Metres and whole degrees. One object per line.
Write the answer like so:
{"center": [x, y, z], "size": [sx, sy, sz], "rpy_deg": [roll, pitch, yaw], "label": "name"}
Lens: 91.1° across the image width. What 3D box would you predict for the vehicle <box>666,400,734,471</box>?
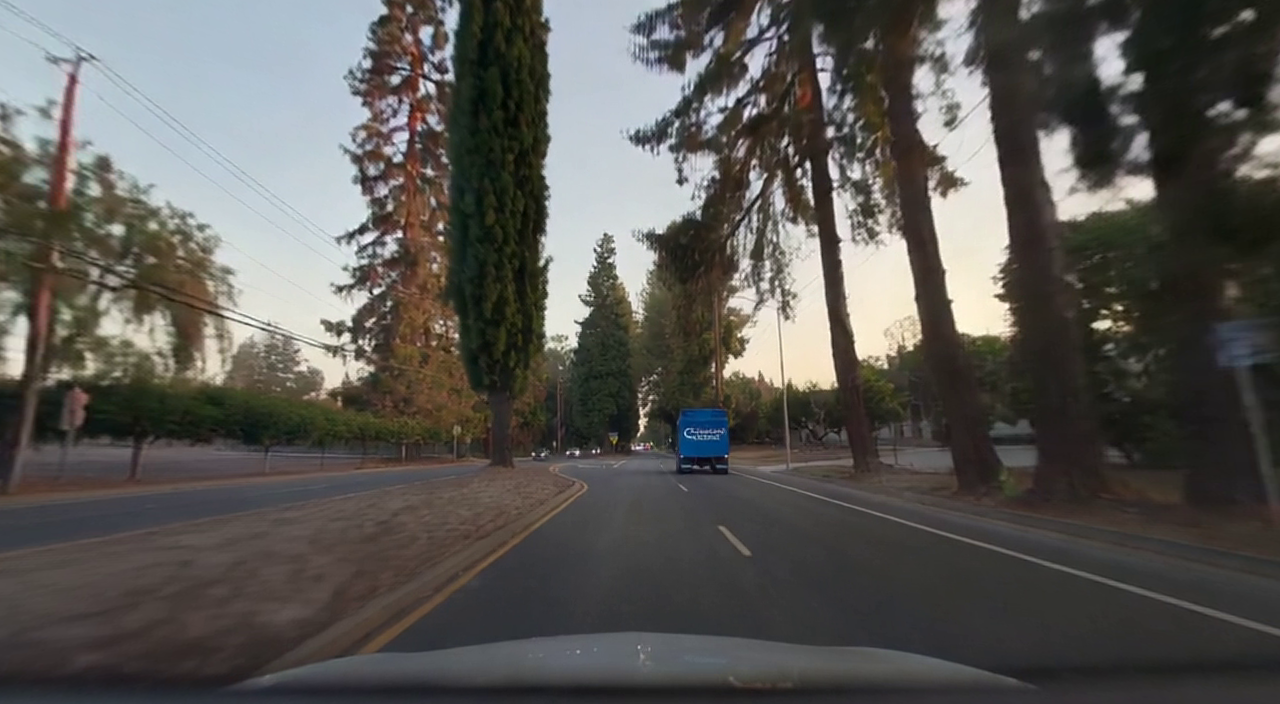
{"center": [3.413, 5.186, 38.638], "size": [2.973, 3.848, 9.336], "rpy_deg": [0, -8, -2], "label": "vehicle"}
